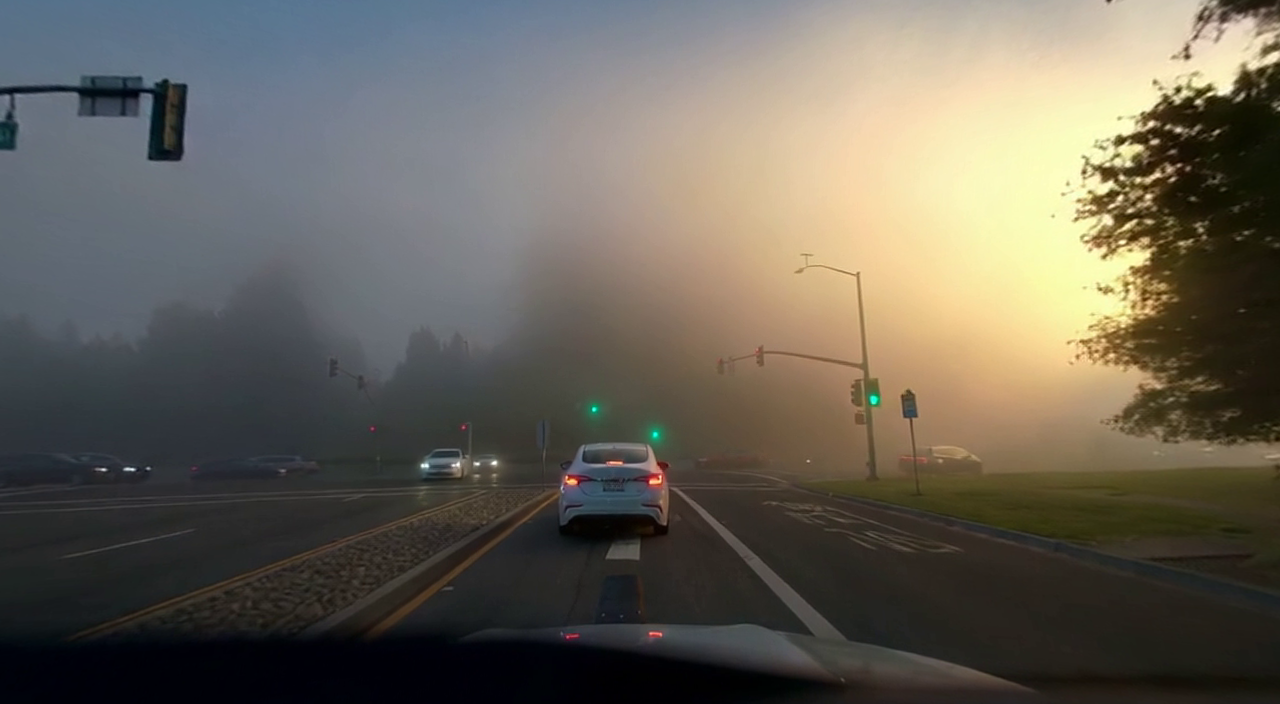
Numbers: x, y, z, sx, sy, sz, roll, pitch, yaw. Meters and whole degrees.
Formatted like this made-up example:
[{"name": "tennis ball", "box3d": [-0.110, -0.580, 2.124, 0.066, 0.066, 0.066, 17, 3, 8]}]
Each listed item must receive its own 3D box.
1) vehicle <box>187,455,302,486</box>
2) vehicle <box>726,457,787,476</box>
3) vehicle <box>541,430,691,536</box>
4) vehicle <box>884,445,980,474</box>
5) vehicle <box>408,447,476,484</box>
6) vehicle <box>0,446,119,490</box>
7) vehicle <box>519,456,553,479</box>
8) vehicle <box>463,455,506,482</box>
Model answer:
[{"name": "vehicle", "box3d": [-20.045, 6.023, 32.206, 4.548, 1.449, 1.802, 2, -9, -13]}, {"name": "vehicle", "box3d": [9.090, 8.975, 49.532, 4.254, 1.359, 1.895, 2, -9, -15]}, {"name": "vehicle", "box3d": [-0.367, 2.174, 11.103, 2.112, 1.479, 4.264, 0, -9, -1]}, {"name": "vehicle", "box3d": [15.627, 5.715, 33.829, 4.601, 1.485, 1.929, 3, -9, -21]}, {"name": "vehicle", "box3d": [-8.506, 4.890, 27.528, 2.073, 1.459, 4.495, 1, -9, -8]}, {"name": "vehicle", "box3d": [-25.745, 4.923, 26.955, 4.877, 1.754, 1.978, 2, -9, -13]}, {"name": "vehicle", "box3d": [-7.408, 8.257, 45.310, 2.077, 1.449, 4.838, 1, -9, -6]}, {"name": "vehicle", "box3d": [-10.104, 7.591, 41.390, 2.078, 1.534, 4.646, 1, -9, -5]}]
